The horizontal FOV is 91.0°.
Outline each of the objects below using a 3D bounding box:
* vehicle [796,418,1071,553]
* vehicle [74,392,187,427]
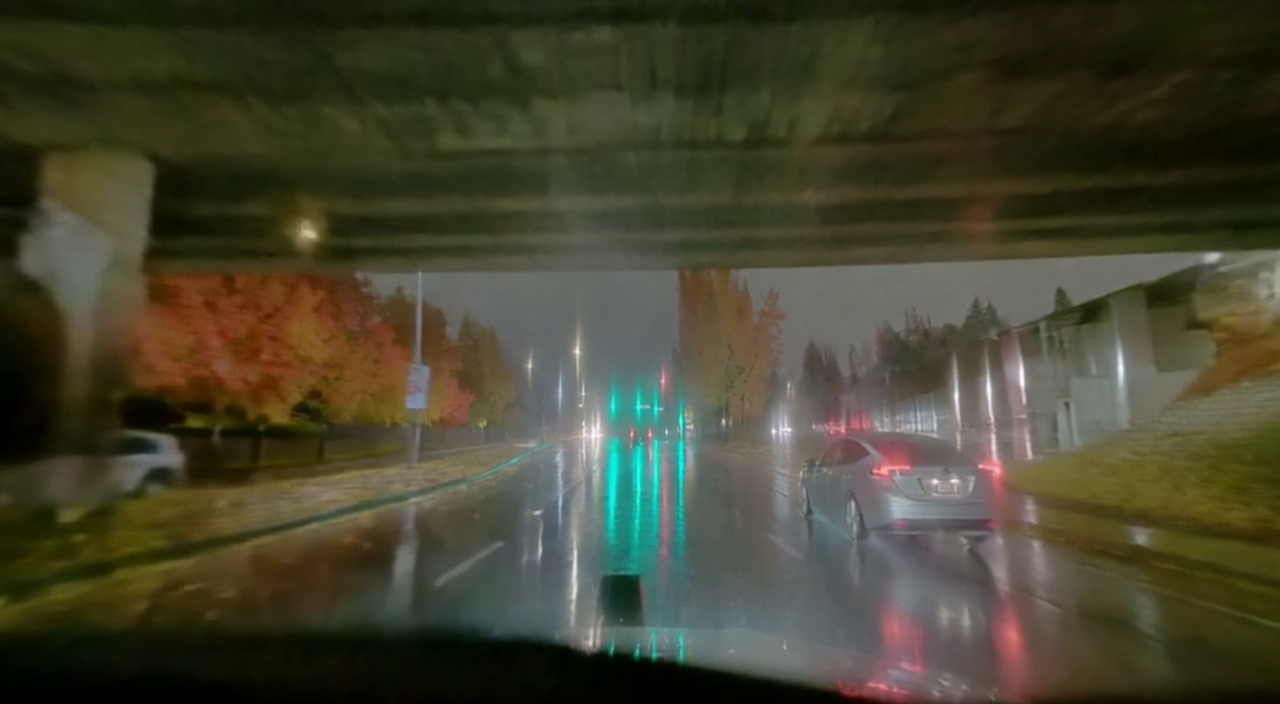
[{"bbox_3d":[3.957,1.872,9.563,2.063,1.542,4.420,0,-8,1],"label":"vehicle"},{"bbox_3d":[-37.151,4.298,46.230,2.256,2.170,6.436,-1,-8,9],"label":"vehicle"}]
